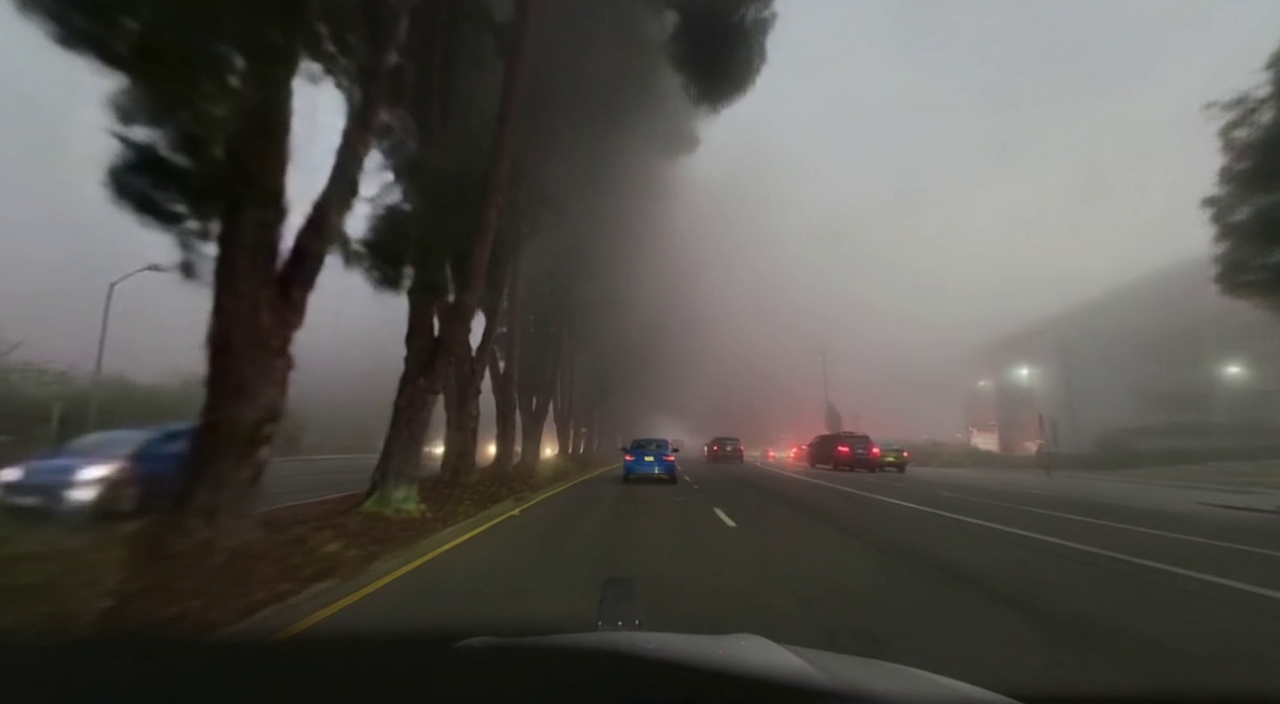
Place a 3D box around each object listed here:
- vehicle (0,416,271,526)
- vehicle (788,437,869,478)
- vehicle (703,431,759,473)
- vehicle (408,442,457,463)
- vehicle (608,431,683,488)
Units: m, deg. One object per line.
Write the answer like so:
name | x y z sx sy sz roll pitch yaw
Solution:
vehicle | -8.998 2.023 11.218 2.074 1.543 4.536 0 -8 0
vehicle | 7.489 4.223 25.470 1.928 1.488 4.361 0 -8 0
vehicle | 4.104 4.611 29.128 1.976 1.796 4.159 0 -8 0
vehicle | -15.747 7.663 48.039 2.036 1.524 4.590 0 -9 2
vehicle | 0.191 3.402 20.175 2.145 1.603 4.369 0 -8 1
